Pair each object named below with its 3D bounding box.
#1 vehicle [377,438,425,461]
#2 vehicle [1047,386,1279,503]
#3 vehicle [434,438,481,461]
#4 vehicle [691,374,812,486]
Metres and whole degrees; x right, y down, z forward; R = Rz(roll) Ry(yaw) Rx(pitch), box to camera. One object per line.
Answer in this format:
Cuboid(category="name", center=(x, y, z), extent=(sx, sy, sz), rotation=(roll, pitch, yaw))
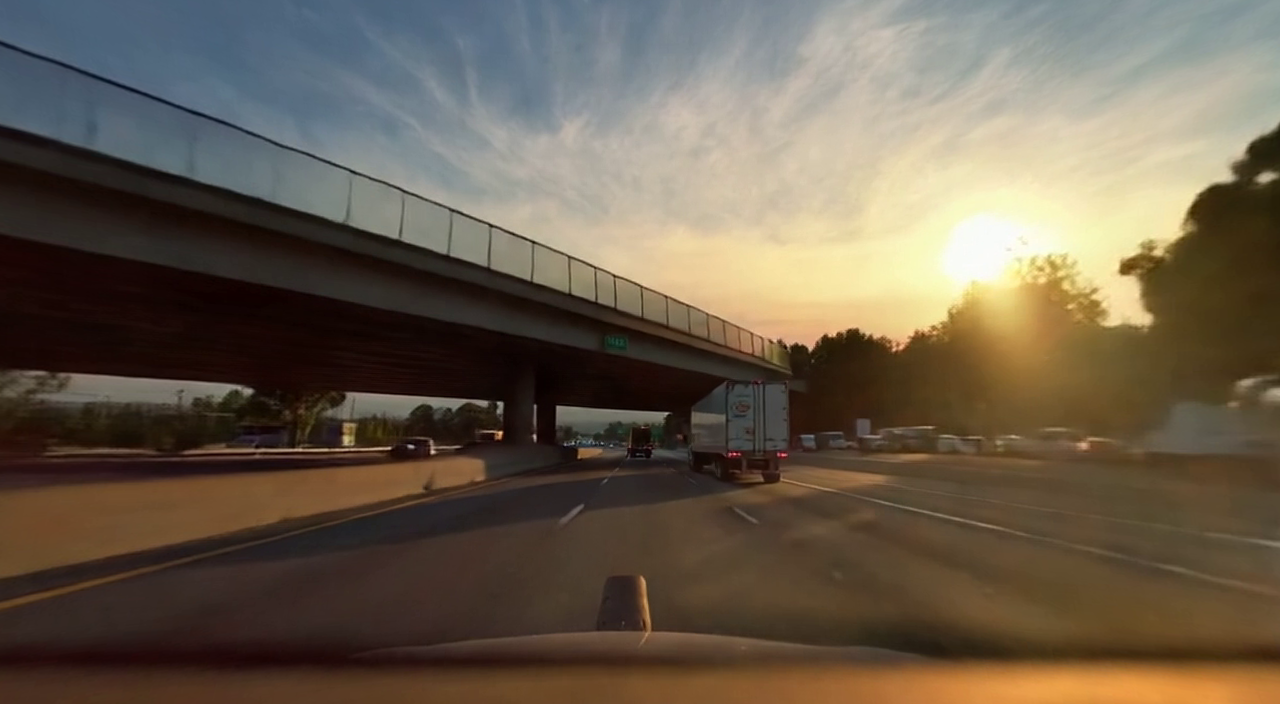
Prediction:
Cuboid(category="vehicle", center=(-15.768, 6.431, 41.701), extent=(1.712, 1.422, 3.625), rotation=(0, -9, 0))
Cuboid(category="vehicle", center=(23.203, 3.903, 26.363), extent=(2.834, 3.946, 14.251), rotation=(0, -9, 0))
Cuboid(category="vehicle", center=(-12.326, 6.592, 42.814), extent=(1.831, 1.463, 4.205), rotation=(0, -9, 1))
Cuboid(category="vehicle", center=(4.590, 3.860, 29.871), extent=(2.881, 3.995, 14.382), rotation=(0, -9, -1))
